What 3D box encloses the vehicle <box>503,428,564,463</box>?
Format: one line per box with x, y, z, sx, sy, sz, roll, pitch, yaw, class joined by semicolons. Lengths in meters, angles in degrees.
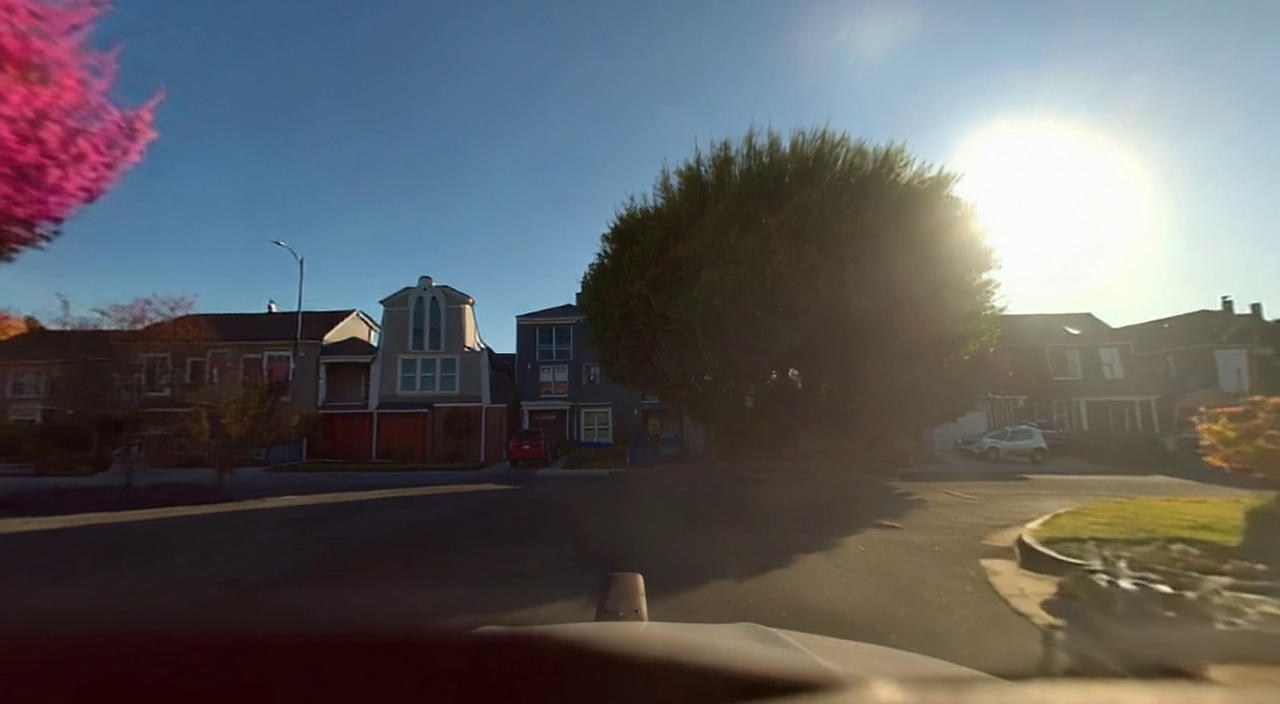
-4.792;4.320;29.032;1.968;1.491;4.486;0;-9;1;vehicle
